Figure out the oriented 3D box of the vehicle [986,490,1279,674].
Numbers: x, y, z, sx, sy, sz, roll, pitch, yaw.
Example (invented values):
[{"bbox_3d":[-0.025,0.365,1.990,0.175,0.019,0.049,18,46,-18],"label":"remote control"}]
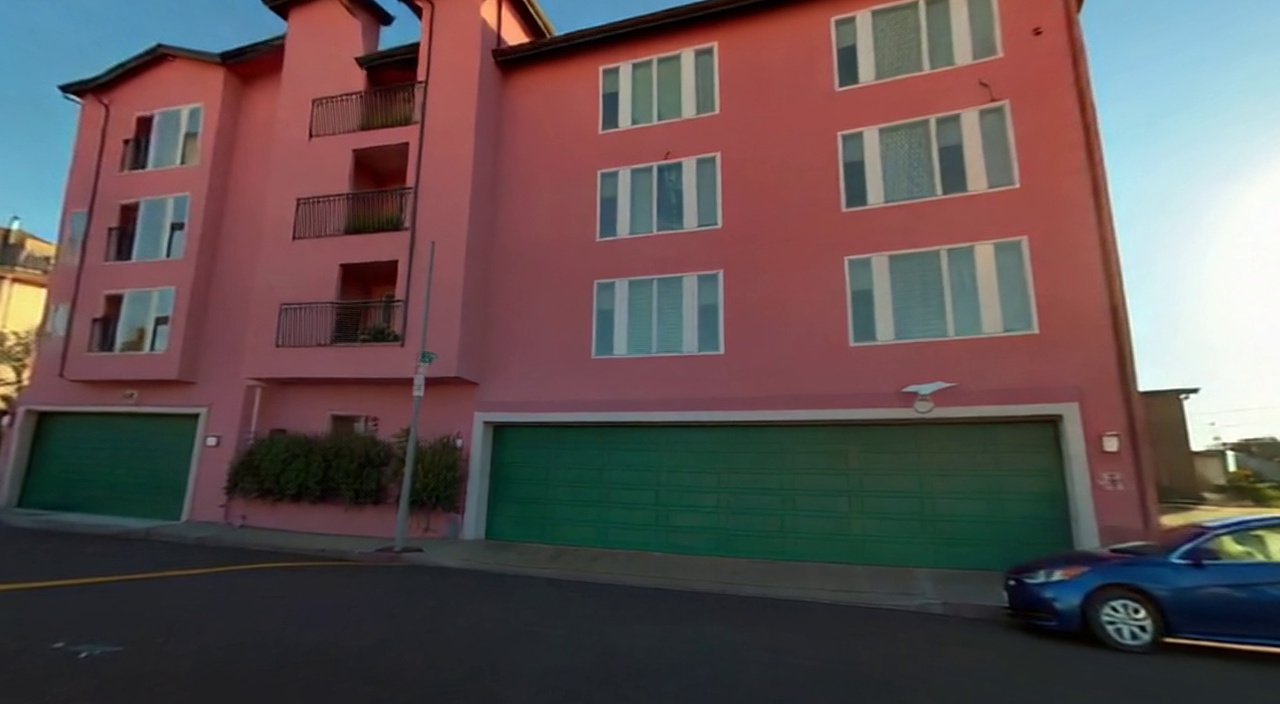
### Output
[{"bbox_3d":[6.350,2.245,6.368,4.697,1.444,1.825,-3,-10,20],"label":"vehicle"}]
